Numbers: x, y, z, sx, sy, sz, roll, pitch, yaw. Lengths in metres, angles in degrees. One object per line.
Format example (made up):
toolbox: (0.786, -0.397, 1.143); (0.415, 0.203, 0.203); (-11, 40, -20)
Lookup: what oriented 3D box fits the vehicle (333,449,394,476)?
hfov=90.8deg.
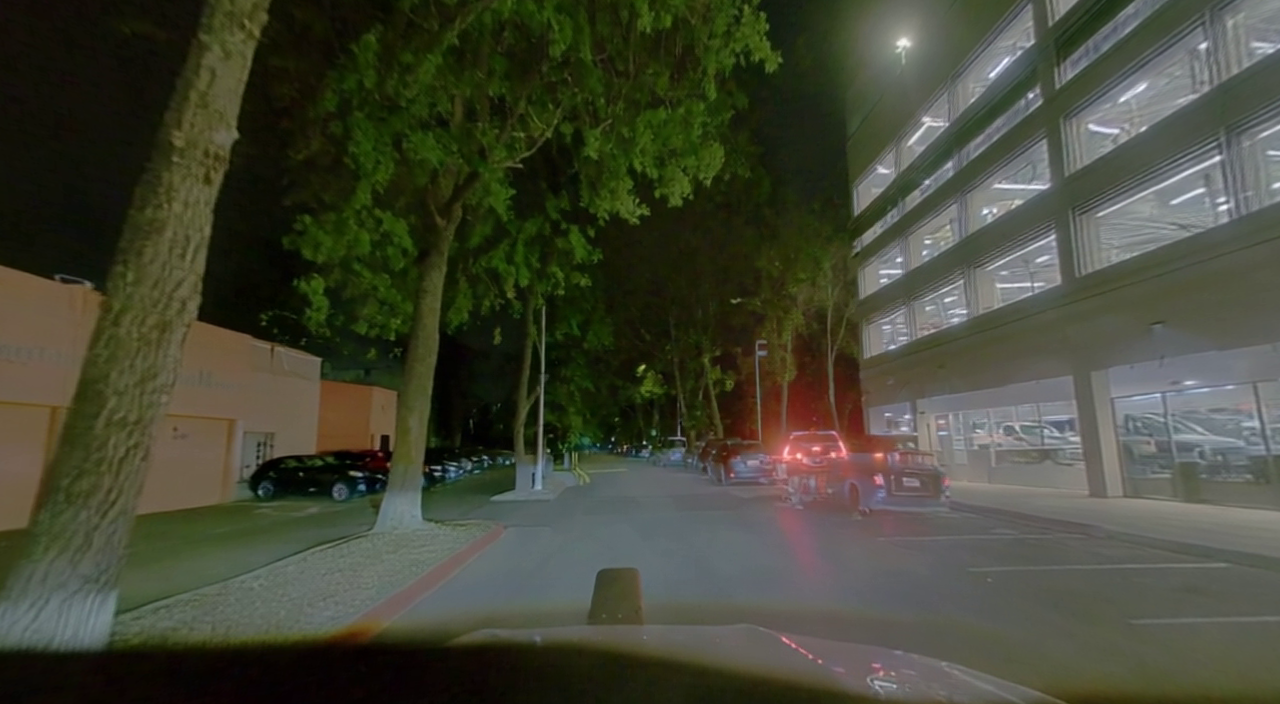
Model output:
vehicle: (-17.854, 7.127, 40.960); (1.850, 1.531, 4.256); (0, -8, 3)

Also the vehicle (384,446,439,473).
vehicle: (-15.010, 7.055, 41.697); (1.888, 1.657, 4.138); (-1, -8, 3)

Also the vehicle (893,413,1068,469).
vehicle: (13.230, 3.495, 24.822); (5.540, 2.045, 2.259); (0, -8, -3)

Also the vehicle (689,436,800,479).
vehicle: (4.577, 4.557, 27.499); (4.626, 1.723, 1.939); (5, -10, -33)

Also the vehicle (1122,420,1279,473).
vehicle: (25.141, 4.193, 28.116); (5.596, 2.168, 2.307); (2, -7, -5)

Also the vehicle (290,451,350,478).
vehicle: (-20.848, 7.324, 41.287); (1.880, 1.617, 3.870); (0, -8, 0)

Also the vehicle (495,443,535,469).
vehicle: (-8.539, 7.134, 43.514); (1.993, 1.640, 4.457); (0, -8, -2)
